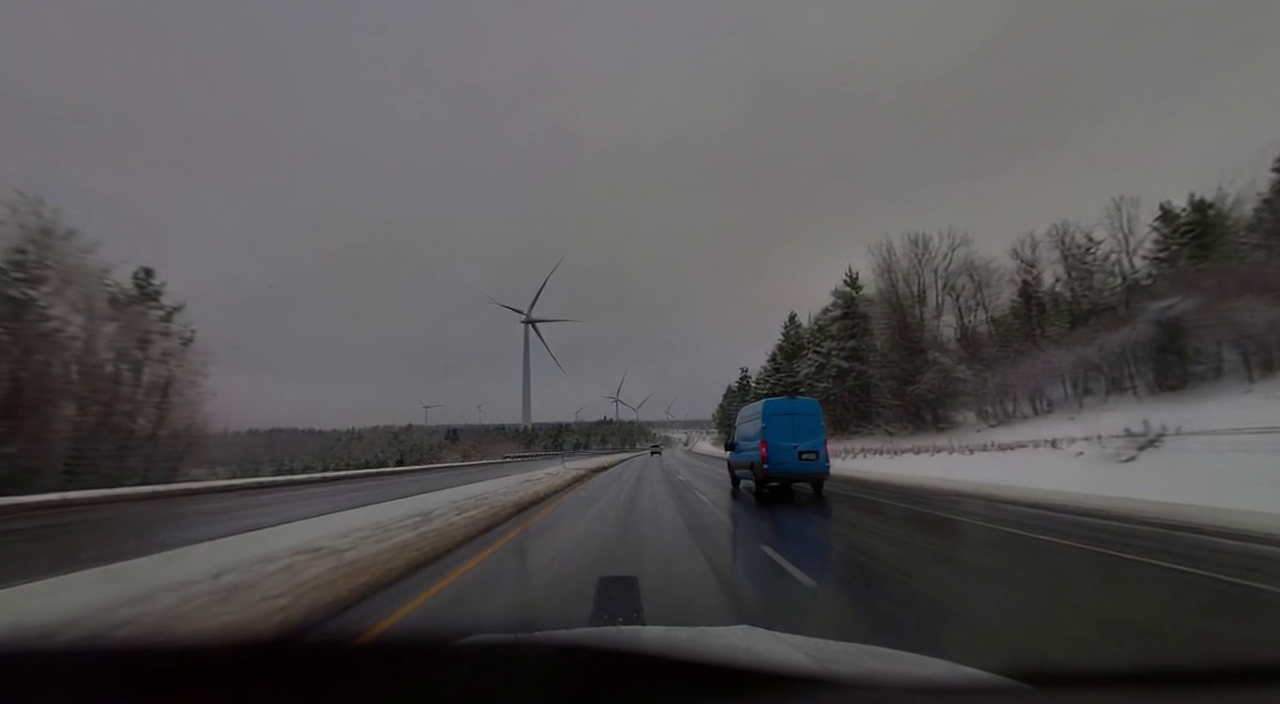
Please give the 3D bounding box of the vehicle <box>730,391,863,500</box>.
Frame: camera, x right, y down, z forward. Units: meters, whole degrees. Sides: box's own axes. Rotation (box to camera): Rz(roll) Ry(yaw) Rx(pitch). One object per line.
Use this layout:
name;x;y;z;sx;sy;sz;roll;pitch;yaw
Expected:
vehicle;4.372;2.789;18.788;2.437;2.735;5.507;0;-9;-1
